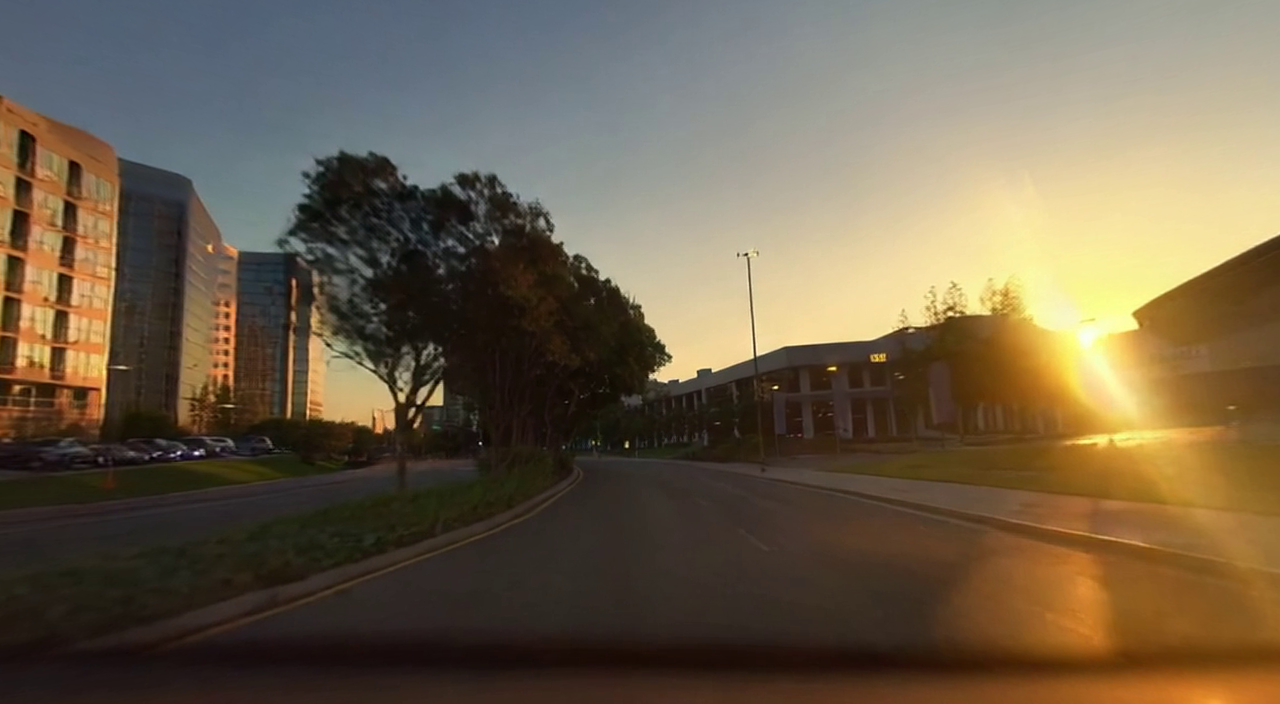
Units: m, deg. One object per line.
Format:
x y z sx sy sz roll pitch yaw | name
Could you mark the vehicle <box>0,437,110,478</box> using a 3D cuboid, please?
-29.445 5.165 30.867 4.812 1.932 2.147 0 -9 -2 | vehicle
